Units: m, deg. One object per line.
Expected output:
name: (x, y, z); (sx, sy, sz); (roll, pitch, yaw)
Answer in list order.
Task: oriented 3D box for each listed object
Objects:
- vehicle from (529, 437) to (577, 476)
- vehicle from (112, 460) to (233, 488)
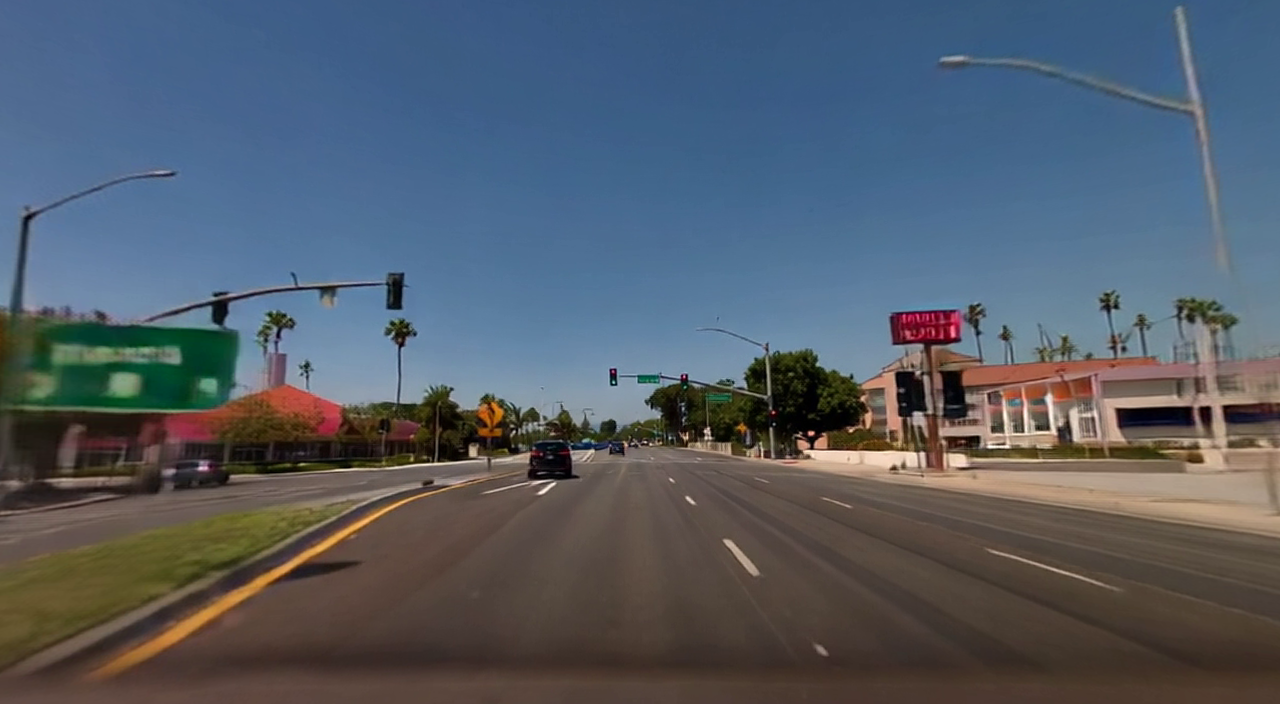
vehicle: (-4.050, 4.767, 29.105); (1.990, 1.639, 3.885); (1, -8, -9)
vehicle: (-25.129, 6.559, 34.092); (4.854, 1.406, 2.060); (0, -8, 0)
